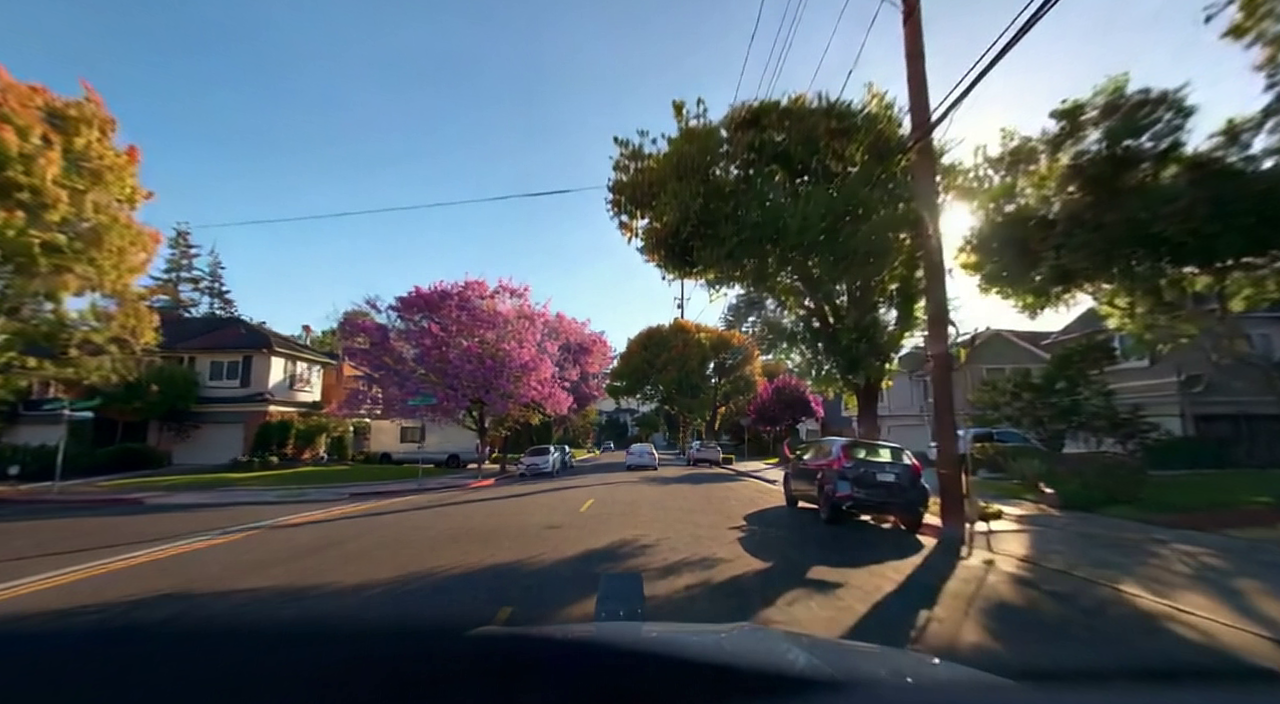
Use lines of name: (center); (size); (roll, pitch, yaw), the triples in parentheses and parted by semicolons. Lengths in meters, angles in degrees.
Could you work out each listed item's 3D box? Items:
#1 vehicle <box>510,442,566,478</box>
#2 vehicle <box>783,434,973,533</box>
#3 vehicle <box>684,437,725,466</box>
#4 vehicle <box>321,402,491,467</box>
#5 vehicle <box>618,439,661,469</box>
vehicle: (-4.758, 5.097, 30.158); (1.874, 1.413, 4.442); (0, -6, 1)
vehicle: (4.248, 2.391, 12.184); (2.058, 1.535, 4.323); (0, -8, 1)
vehicle: (4.013, 6.264, 39.933); (2.103, 1.679, 4.386); (0, -8, 0)
vehicle: (-12.913, 4.656, 35.423); (8.239, 3.354, 2.902); (1, -9, 1)
vehicle: (0.050, 5.385, 33.510); (2.075, 1.449, 4.526); (0, -8, 2)
